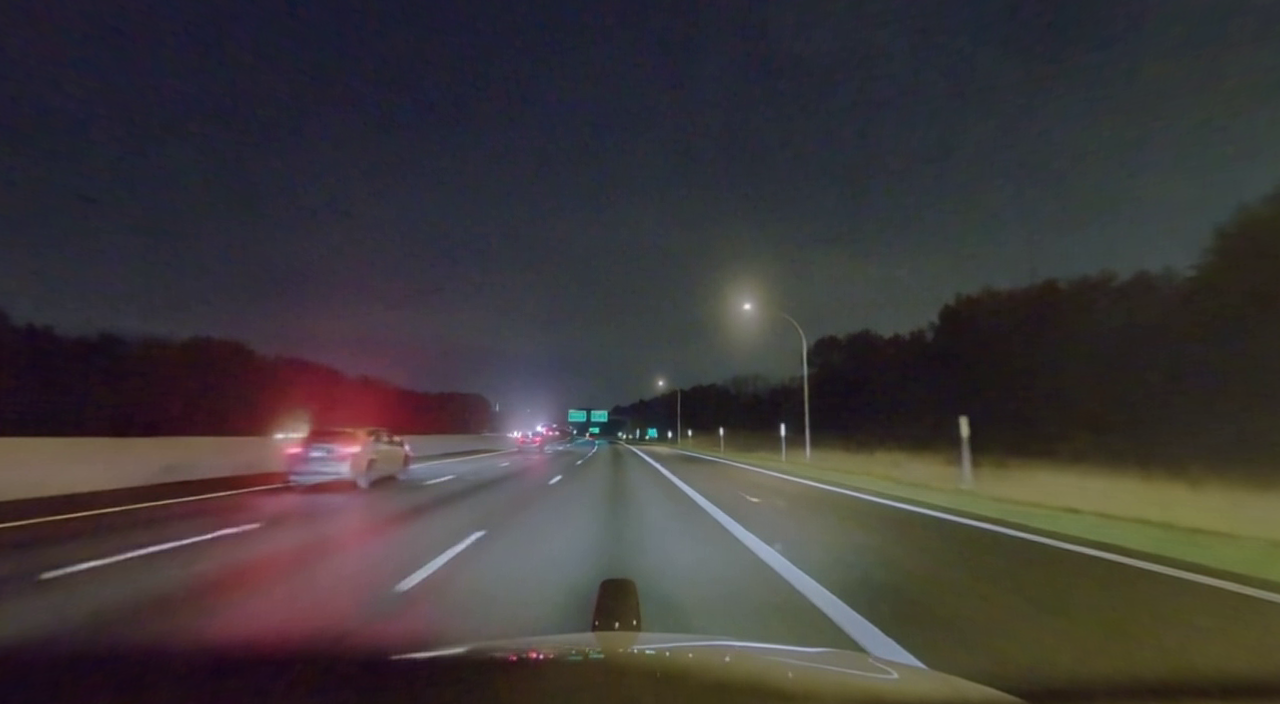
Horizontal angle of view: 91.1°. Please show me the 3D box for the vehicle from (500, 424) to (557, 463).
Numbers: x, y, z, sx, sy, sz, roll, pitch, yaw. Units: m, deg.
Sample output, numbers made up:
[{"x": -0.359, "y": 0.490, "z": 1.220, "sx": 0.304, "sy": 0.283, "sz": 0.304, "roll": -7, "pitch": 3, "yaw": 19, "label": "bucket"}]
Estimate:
[{"x": -5.288, "y": 4.404, "z": 30.335, "sx": 2.007, "sy": 1.727, "sz": 4.040, "roll": 0, "pitch": -8, "yaw": -1, "label": "vehicle"}]

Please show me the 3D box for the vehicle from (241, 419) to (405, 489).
[{"x": -8.421, "y": 2.764, "z": 17.316, "sx": 2.148, "sy": 1.635, "sz": 4.670, "roll": 1, "pitch": -8, "yaw": -2, "label": "vehicle"}]

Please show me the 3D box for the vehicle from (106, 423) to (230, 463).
[{"x": -20.013, "y": 3.875, "z": 26.944, "sx": 2.038, "sy": 1.533, "sz": 4.288, "roll": 0, "pitch": -8, "yaw": -1, "label": "vehicle"}]
